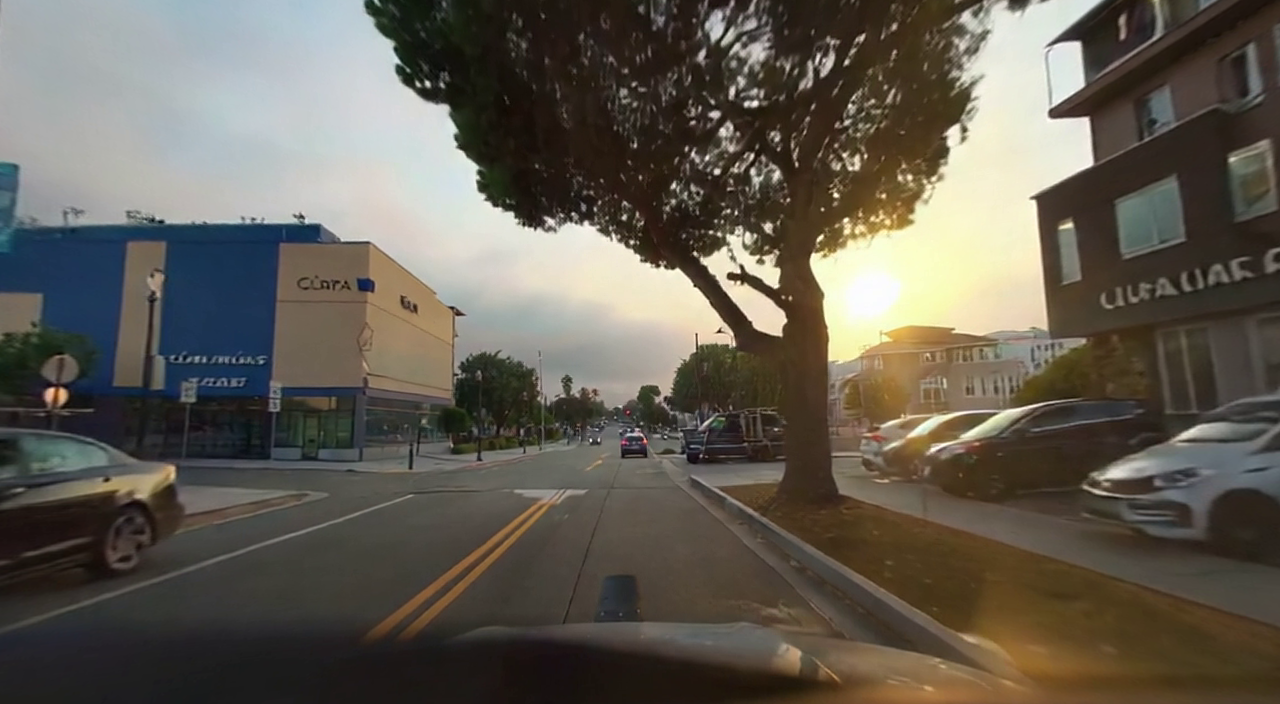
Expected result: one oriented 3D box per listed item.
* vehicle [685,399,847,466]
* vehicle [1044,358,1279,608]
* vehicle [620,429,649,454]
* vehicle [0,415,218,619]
[{"bbox_3d":[5.161,3.377,26.346,6.221,2.498,2.239,-5,-9,33],"label":"vehicle"},{"bbox_3d":[6.103,0.791,5.051,4.261,1.578,2.010,-4,-7,-2],"label":"vehicle"},{"bbox_3d":[-0.474,7.077,49.732,2.152,1.874,4.209,0,-8,-1],"label":"vehicle"},{"bbox_3d":[-5.953,1.362,5.436,1.856,1.587,4.042,0,-8,-2],"label":"vehicle"}]
